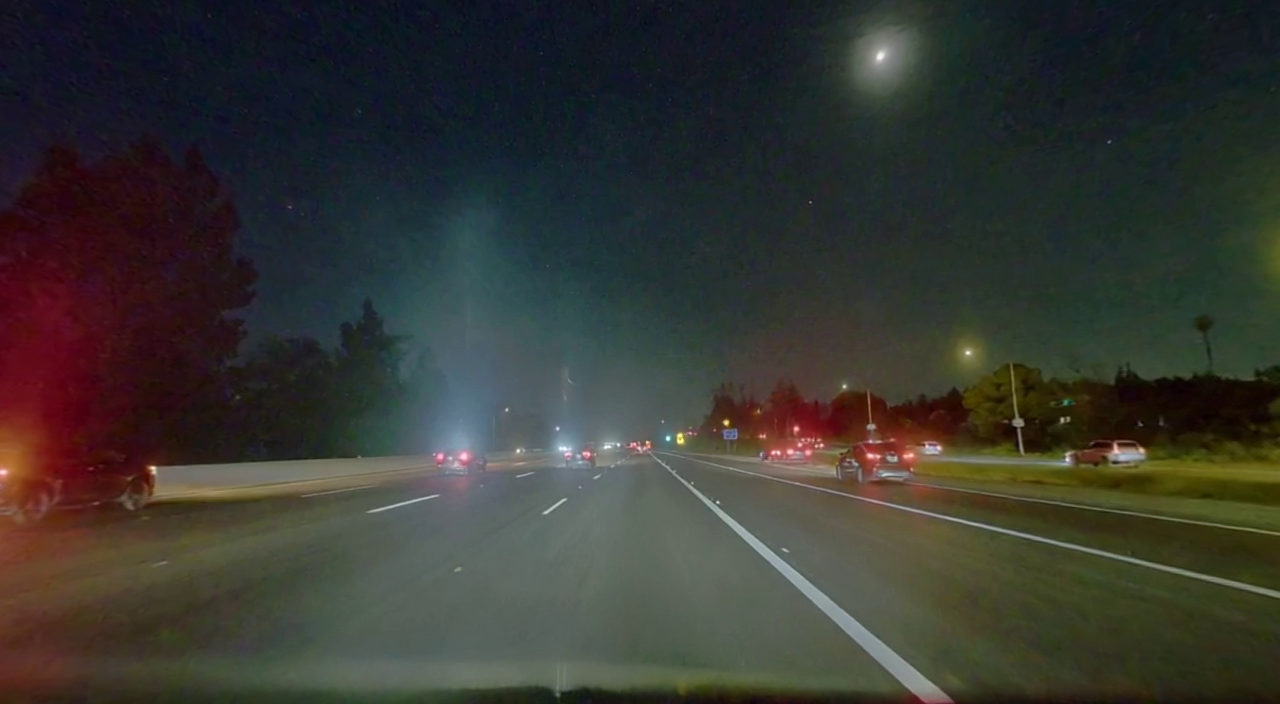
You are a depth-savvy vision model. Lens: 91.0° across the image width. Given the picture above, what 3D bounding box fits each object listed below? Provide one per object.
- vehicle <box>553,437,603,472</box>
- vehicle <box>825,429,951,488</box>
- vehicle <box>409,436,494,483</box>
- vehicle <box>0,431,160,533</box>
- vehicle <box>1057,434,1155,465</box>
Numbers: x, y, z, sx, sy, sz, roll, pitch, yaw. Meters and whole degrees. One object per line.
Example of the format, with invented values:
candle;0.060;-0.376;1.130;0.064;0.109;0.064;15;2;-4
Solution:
vehicle;-3.614;6.142;37.827;2.288;1.962;5.119;0;-9;2
vehicle;8.464;3.715;22.117;2.259;1.816;4.862;0;-9;-2
vehicle;-7.647;4.412;26.007;2.087;1.755;4.457;0;-9;0
vehicle;-11.322;2.271;11.317;1.958;1.633;4.302;0;-9;0
vehicle;28.502;6.001;38.751;2.051;1.728;4.927;0;-9;-3
